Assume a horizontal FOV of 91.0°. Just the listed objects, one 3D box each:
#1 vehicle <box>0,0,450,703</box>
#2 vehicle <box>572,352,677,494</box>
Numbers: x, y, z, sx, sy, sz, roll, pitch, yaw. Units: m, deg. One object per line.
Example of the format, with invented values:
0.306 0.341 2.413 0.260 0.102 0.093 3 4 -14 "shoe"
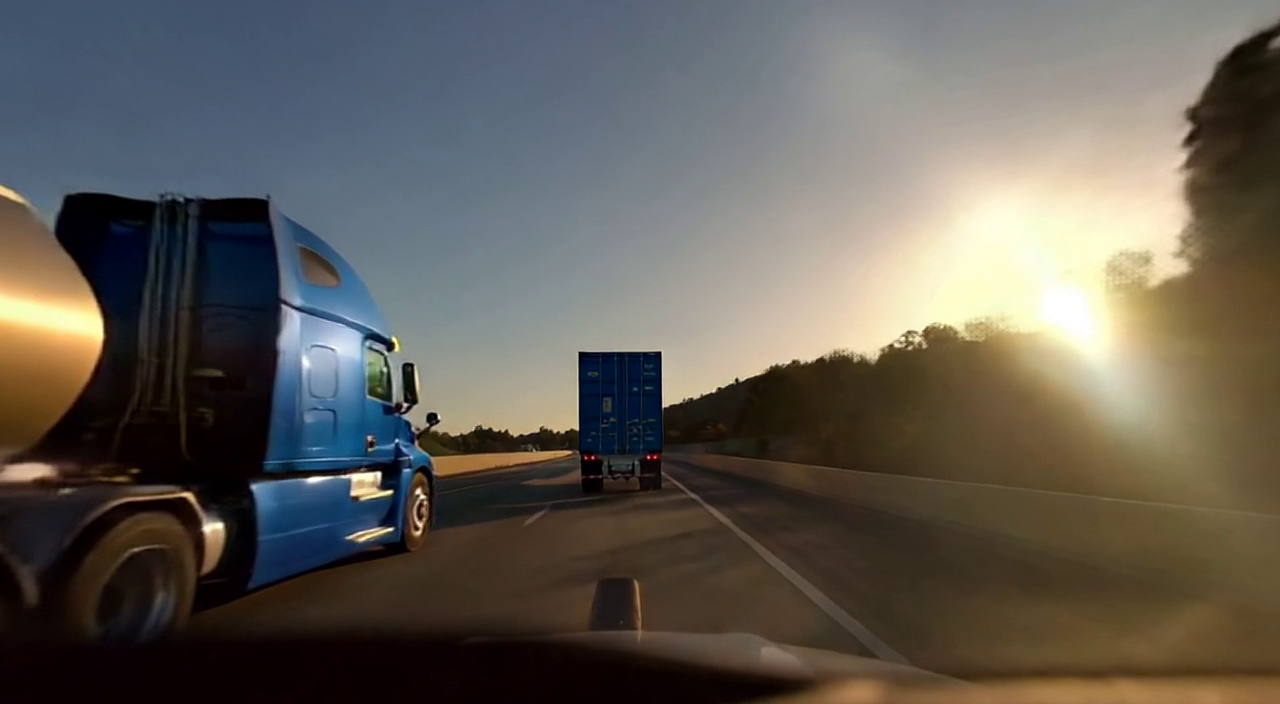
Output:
-4.201 0.305 5.082 3.418 3.652 5.690 0 -9 1 "vehicle"
-0.416 2.828 23.448 2.942 4.003 11.297 0 -9 0 "vehicle"
